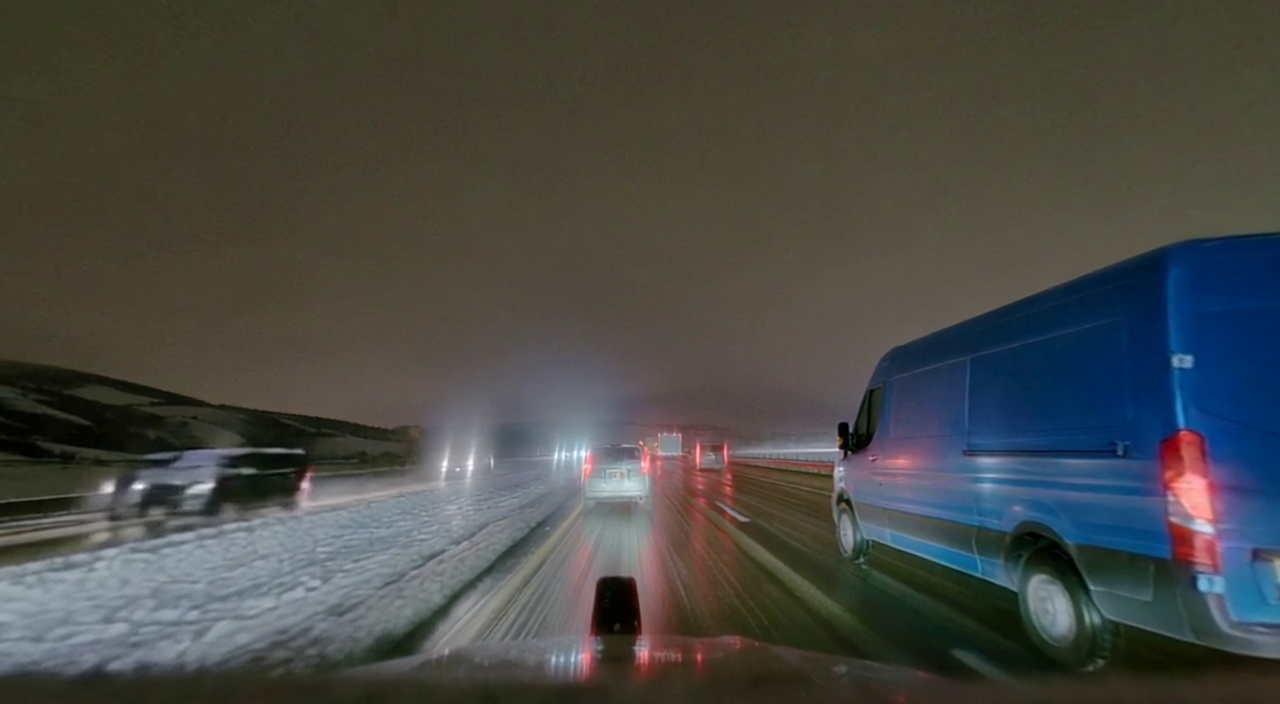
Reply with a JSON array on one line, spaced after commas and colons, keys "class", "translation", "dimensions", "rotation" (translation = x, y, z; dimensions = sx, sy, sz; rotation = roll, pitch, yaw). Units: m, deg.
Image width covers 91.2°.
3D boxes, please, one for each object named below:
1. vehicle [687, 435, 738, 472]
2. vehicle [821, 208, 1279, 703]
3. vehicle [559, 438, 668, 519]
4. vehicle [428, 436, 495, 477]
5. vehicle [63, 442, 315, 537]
[{"class": "vehicle", "translation": [4.069, 5.848, 36.135], "dimensions": [2.261, 1.952, 4.784], "rotation": [0, -9, -1]}, {"class": "vehicle", "translation": [3.785, 0.956, 5.699], "dimensions": [2.399, 2.421, 5.829], "rotation": [0, -9, -1]}, {"class": "vehicle", "translation": [-0.518, 2.662, 13.642], "dimensions": [2.029, 1.483, 3.769], "rotation": [0, -9, 0]}, {"class": "vehicle", "translation": [-9.107, 5.373, 32.389], "dimensions": [2.106, 1.959, 4.715], "rotation": [0, -9, -1]}, {"class": "vehicle", "translation": [-8.809, 2.675, 12.858], "dimensions": [1.984, 1.571, 4.292], "rotation": [0, -9, -1]}]
